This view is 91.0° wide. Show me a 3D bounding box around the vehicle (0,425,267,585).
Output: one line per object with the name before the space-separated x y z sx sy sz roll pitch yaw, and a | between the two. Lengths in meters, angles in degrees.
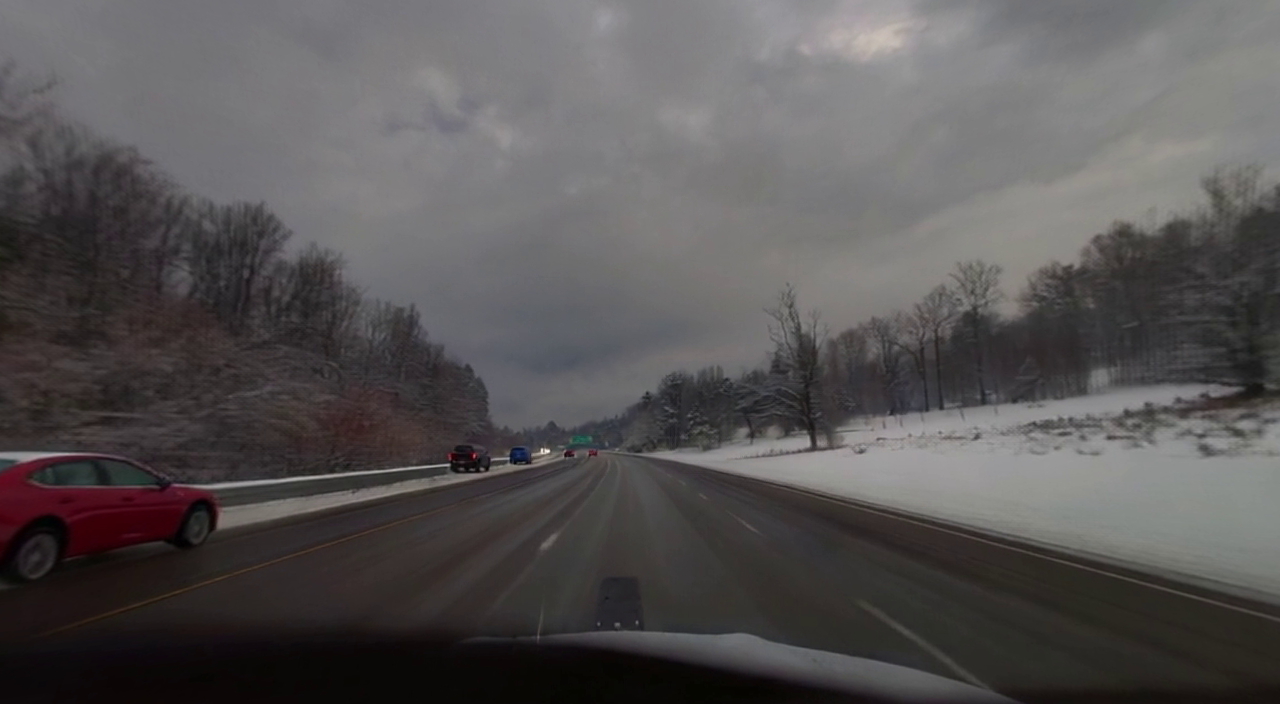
vehicle | -7.525 1.863 8.425 2.133 1.586 4.869 0 -9 -1

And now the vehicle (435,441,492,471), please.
vehicle | -12.154 7.206 43.795 2.425 1.926 5.584 0 -9 -1

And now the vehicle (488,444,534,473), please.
vehicle | -7.916 6.604 39.082 2.060 1.680 4.255 0 -9 -2
